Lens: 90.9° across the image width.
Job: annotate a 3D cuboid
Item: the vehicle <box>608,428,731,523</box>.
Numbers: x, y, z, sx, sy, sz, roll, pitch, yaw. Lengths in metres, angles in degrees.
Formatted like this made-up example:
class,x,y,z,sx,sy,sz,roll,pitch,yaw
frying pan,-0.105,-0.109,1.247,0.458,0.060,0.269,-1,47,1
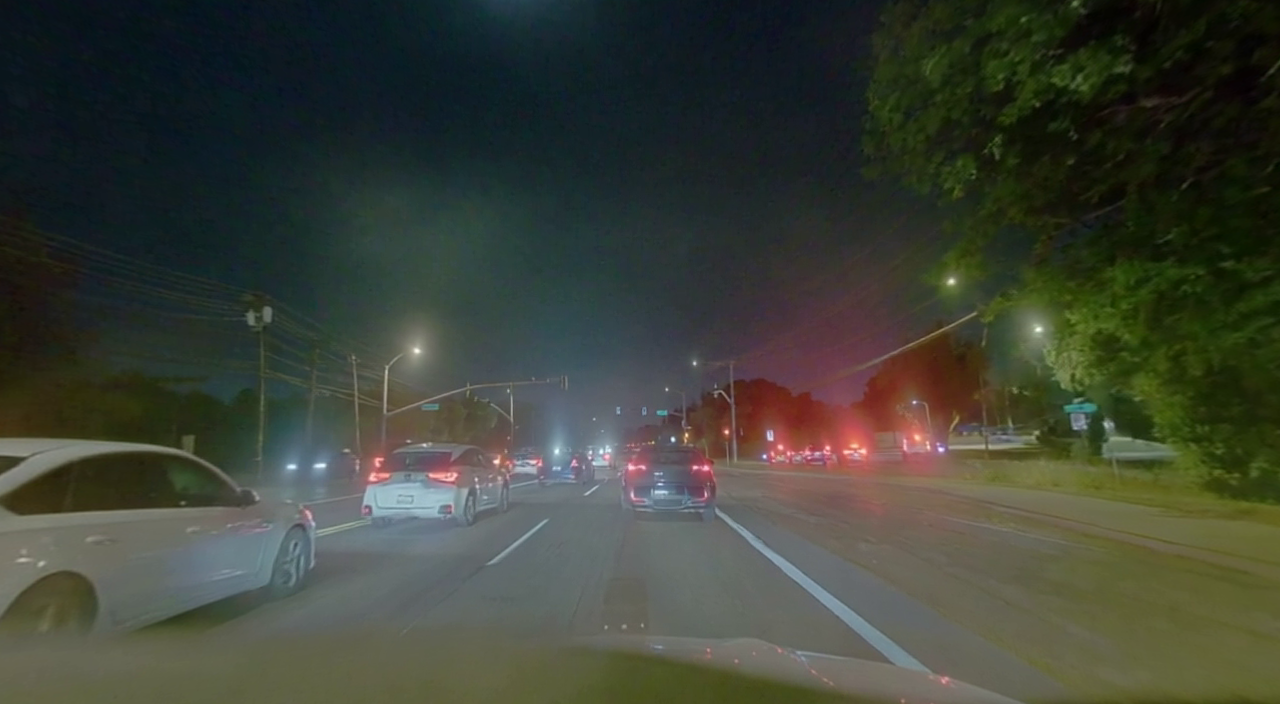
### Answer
class,x,y,z,sx,sy,sz,roll,pitch,yaw
vehicle,0.597,2.537,13.396,2.205,1.691,3.937,-1,-9,2

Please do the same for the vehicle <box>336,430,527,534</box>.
class,x,y,z,sx,sy,sz,roll,pitch,yaw
vehicle,-3.717,2.404,12.270,2.018,1.621,4.441,-1,-9,2

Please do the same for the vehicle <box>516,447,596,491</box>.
class,x,y,z,sx,sy,sz,roll,pitch,yaw
vehicle,-2.924,4.201,23.057,2.105,1.436,4.311,-1,-9,3

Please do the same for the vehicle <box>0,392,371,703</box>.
class,x,y,z,sx,sy,sz,roll,pitch,yaw
vehicle,-3.812,1.215,4.415,1.999,1.563,4.007,0,-9,1
